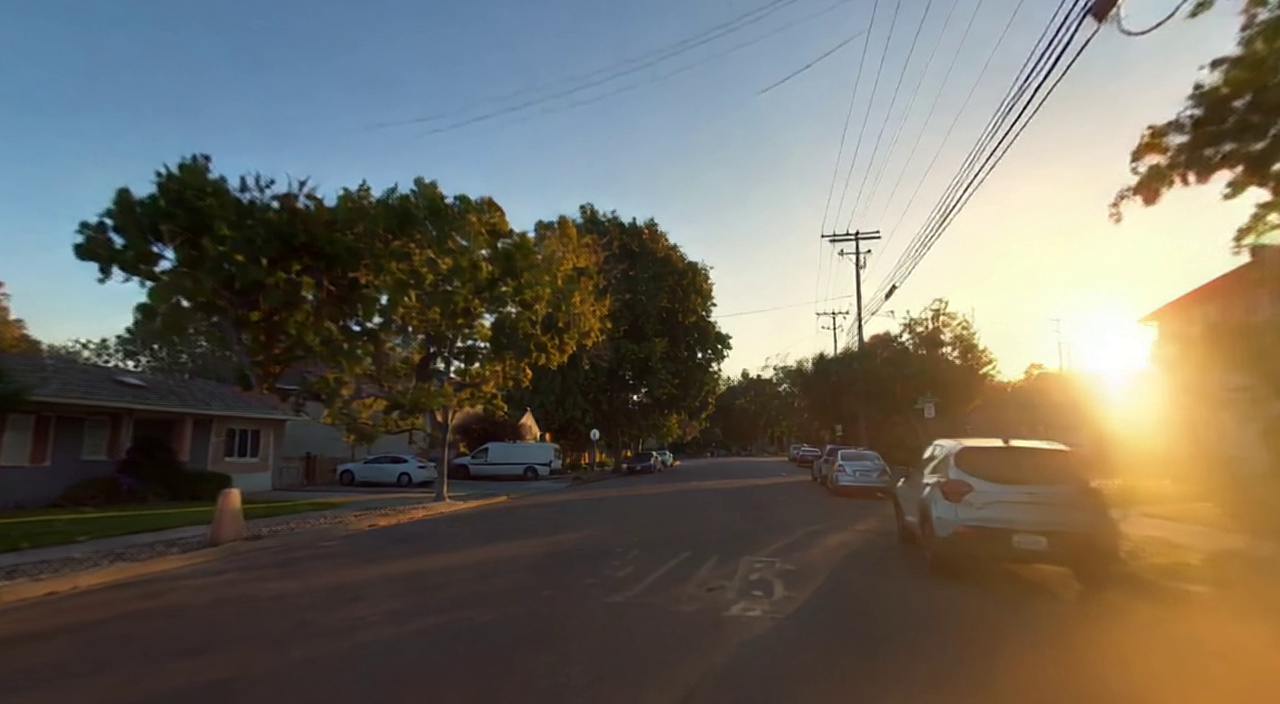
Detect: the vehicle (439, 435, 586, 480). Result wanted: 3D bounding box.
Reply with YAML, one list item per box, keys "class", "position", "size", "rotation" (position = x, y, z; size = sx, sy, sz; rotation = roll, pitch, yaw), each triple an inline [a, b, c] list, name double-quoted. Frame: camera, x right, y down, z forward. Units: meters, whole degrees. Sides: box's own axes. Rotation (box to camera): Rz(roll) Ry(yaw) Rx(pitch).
- class: "vehicle"
  position: [-6.072, 5.038, 30.520]
  size: [6.488, 2.009, 2.354]
  rotation: [-2, -9, 12]

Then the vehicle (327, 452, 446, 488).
- class: "vehicle"
  position: [-10.913, 5.060, 27.320]
  size: [4.481, 1.420, 1.712]
  rotation: [-1, -9, 9]

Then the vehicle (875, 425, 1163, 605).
- class: "vehicle"
  position: [4.008, 1.701, 7.371]
  size: [1.908, 1.572, 3.105]
  rotation: [-2, -9, 13]

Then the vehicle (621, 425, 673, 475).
- class: "vehicle"
  position: [0.548, 6.153, 39.930]
  size: [2.199, 2.902, 5.848]
  rotation: [-2, -9, 12]

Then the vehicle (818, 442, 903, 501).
- class: "vehicle"
  position: [6.170, 3.339, 18.071]
  size: [1.845, 1.453, 3.792]
  rotation: [-2, -9, 13]
